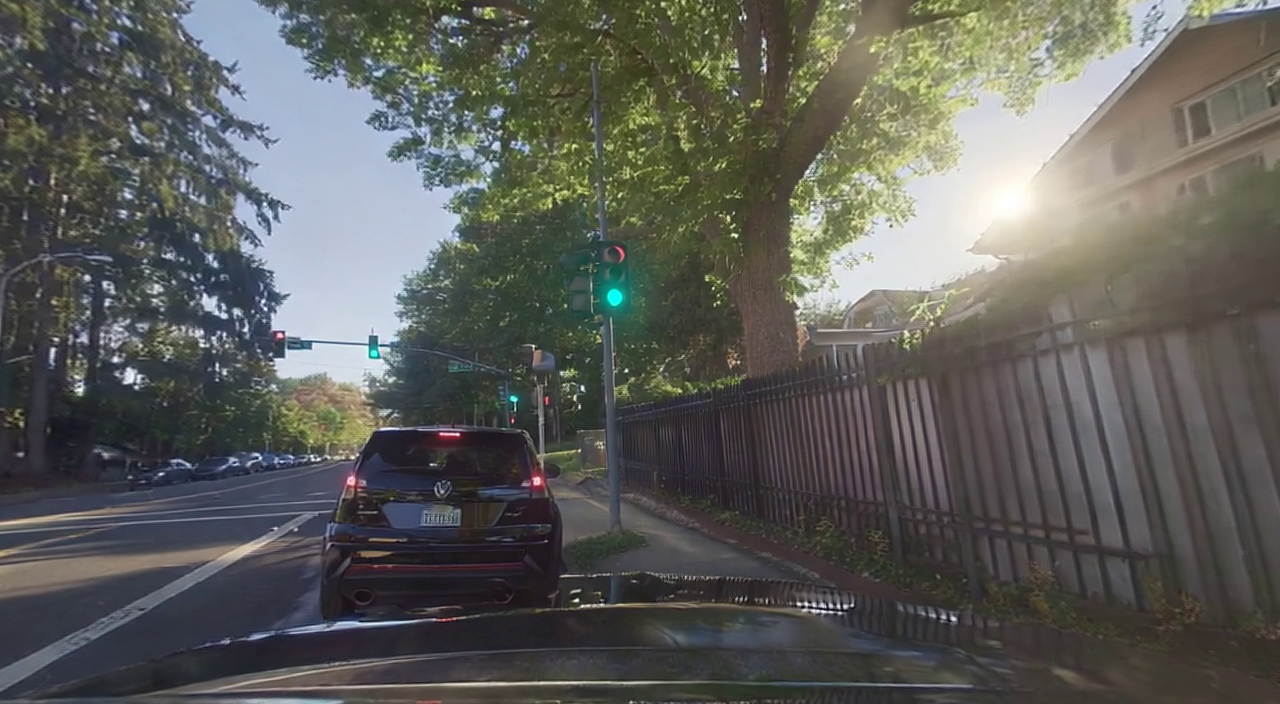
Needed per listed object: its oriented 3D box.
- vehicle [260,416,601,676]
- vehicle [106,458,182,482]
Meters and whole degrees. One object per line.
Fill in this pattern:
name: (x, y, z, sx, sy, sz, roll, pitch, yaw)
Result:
vehicle: (-1.774, 1.440, 5.823, 2.024, 1.502, 3.702, 2, -9, -17)
vehicle: (-36.987, 8.803, 47.153, 3.959, 1.680, 1.785, 1, -9, -11)
